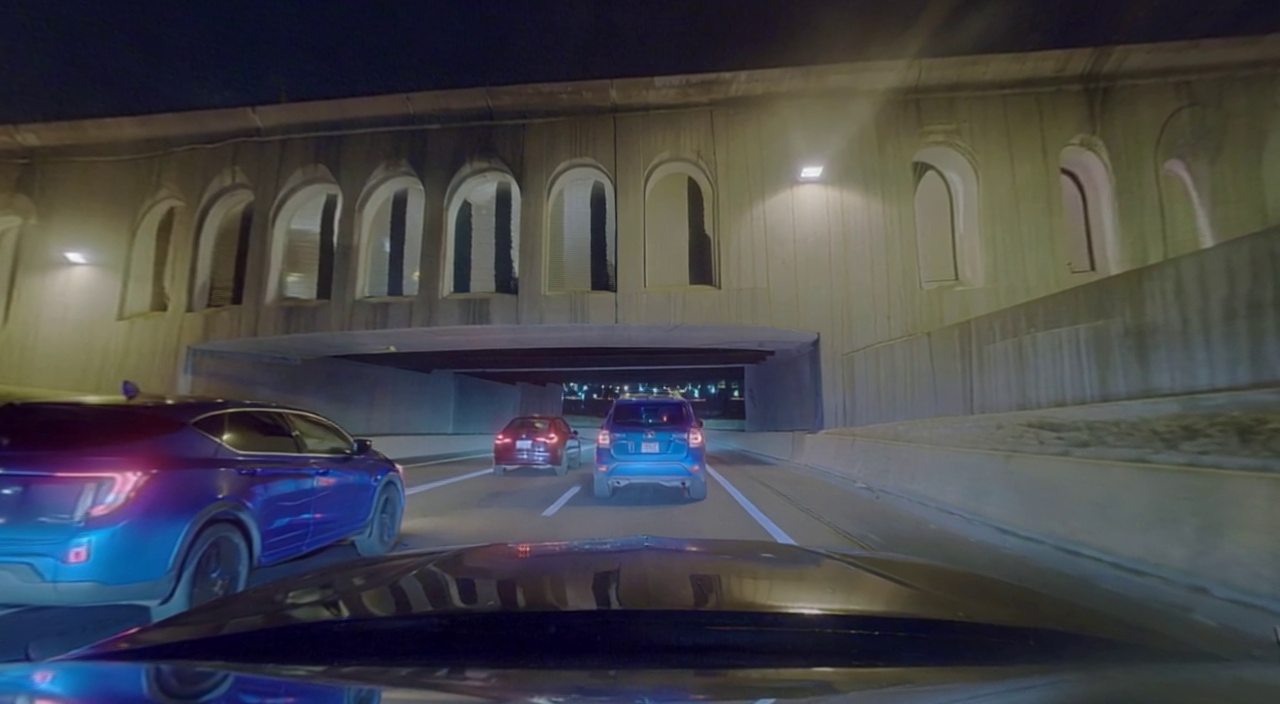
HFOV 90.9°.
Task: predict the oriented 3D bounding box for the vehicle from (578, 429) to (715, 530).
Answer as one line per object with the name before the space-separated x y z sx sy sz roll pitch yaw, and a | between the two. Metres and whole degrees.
vehicle | 0.130 2.191 11.403 2.020 1.478 4.092 0 -8 1

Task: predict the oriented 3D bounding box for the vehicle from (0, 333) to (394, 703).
vehicle | -3.534 1.037 3.997 2.017 1.761 4.572 0 -8 1

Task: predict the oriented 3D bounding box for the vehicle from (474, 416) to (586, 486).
vehicle | -3.321 3.185 20.462 2.329 1.948 5.800 -1 -8 3
